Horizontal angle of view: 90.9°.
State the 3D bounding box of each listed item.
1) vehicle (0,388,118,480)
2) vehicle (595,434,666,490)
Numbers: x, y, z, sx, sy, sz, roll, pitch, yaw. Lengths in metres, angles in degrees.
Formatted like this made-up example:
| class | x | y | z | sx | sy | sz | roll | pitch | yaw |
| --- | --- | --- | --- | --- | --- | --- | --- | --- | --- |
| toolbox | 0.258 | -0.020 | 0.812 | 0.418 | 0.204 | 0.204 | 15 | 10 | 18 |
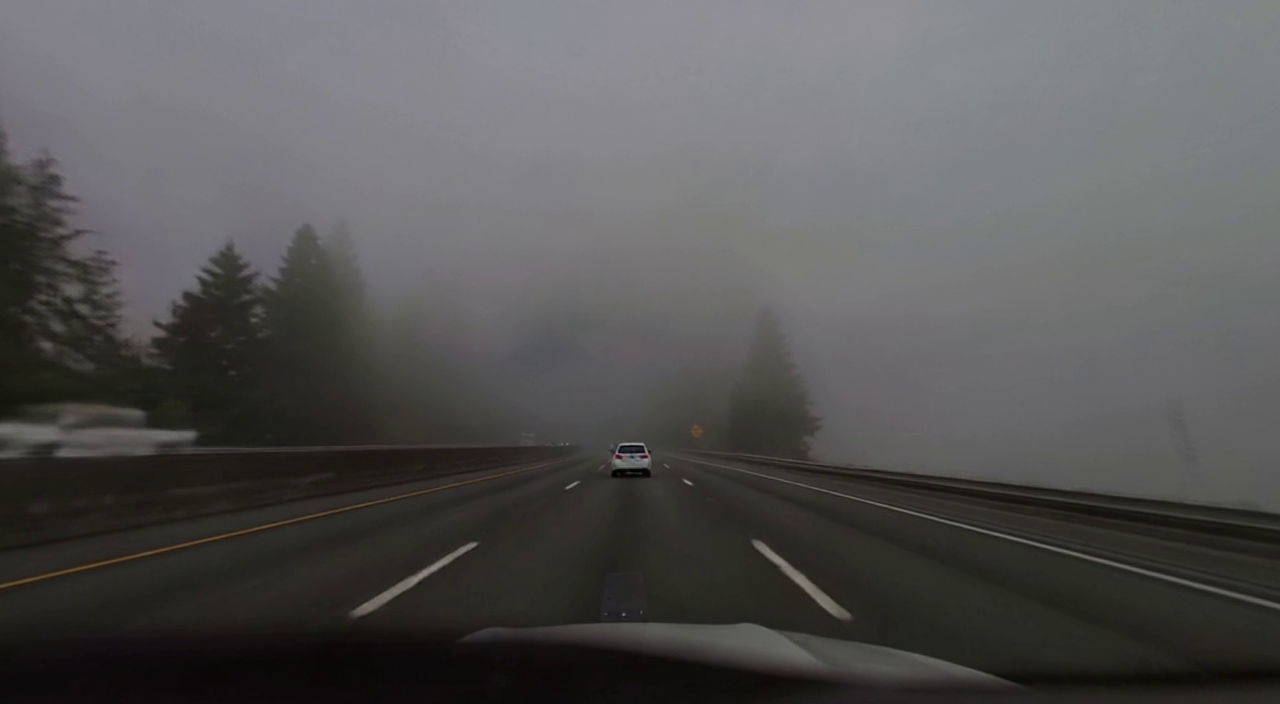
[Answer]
| class | x | y | z | sx | sy | sz | roll | pitch | yaw |
| --- | --- | --- | --- | --- | --- | --- | --- | --- | --- |
| vehicle | -13.357 | 1.613 | 12.360 | 2.090 | 1.762 | 4.769 | 0 | -9 | 0 |
| vehicle | -0.289 | 3.400 | 19.778 | 2.011 | 1.590 | 3.607 | 0 | -9 | -1 |
